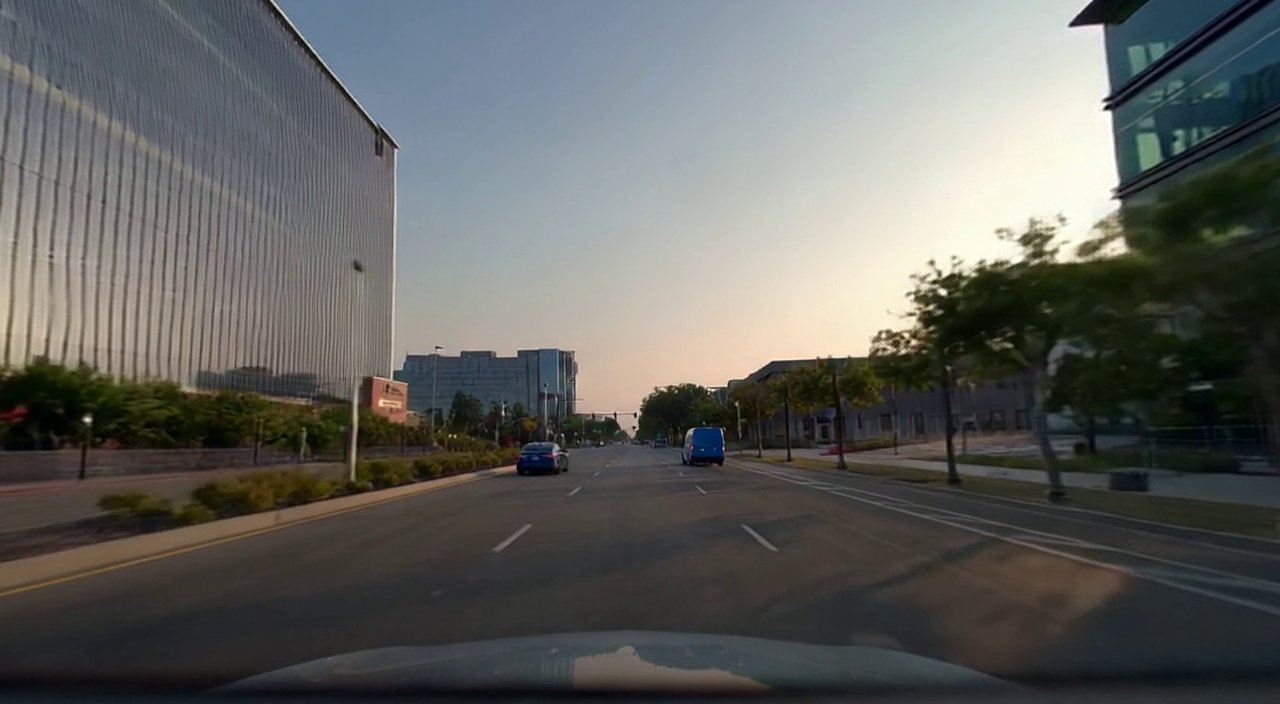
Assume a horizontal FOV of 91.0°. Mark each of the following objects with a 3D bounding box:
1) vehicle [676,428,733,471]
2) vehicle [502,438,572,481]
[{"bbox_3d":[3.089,4.837,31.340,2.200,1.914,5.145,0,-8,-1],"label":"vehicle"},{"bbox_3d":[-3.763,3.989,23.703,1.864,1.464,4.195,0,-8,1],"label":"vehicle"}]
